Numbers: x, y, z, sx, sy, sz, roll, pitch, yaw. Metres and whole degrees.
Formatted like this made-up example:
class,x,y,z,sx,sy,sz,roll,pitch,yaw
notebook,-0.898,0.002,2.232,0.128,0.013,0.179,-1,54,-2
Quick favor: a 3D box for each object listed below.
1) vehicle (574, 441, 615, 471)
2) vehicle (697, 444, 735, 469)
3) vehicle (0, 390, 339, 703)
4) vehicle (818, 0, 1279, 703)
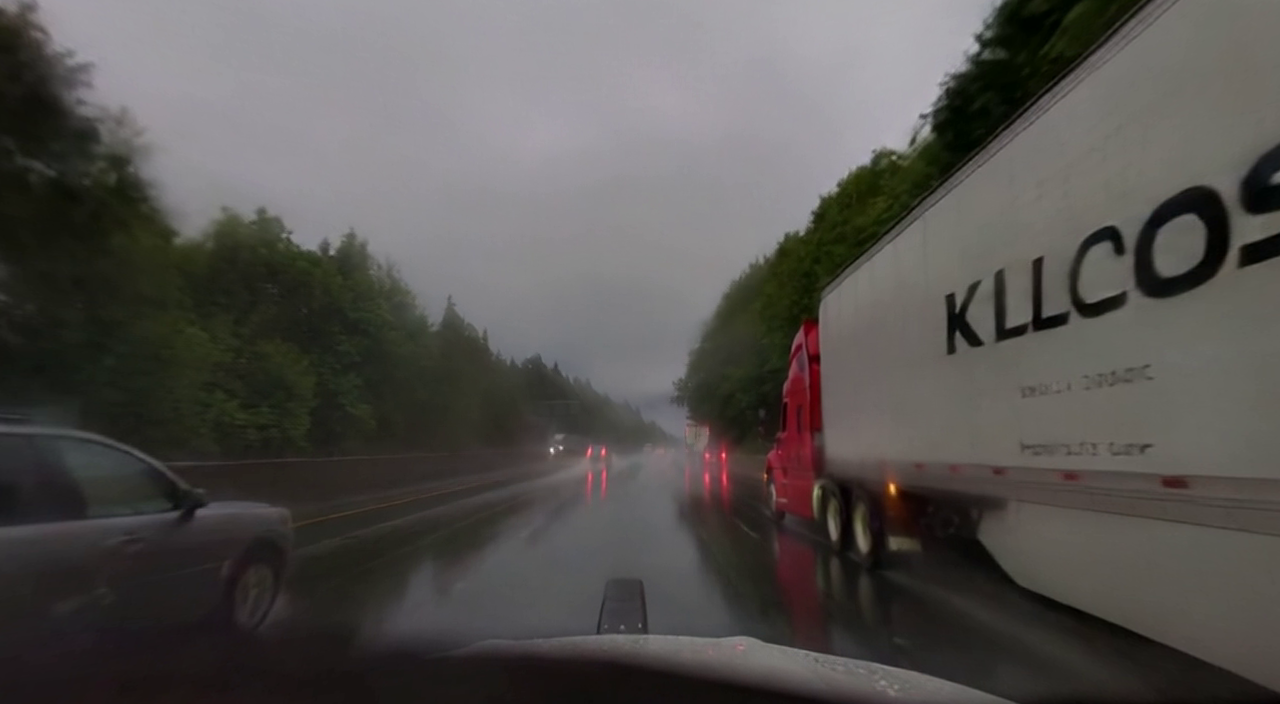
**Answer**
class,x,y,z,sx,sy,sz,roll,pitch,yaw
vehicle,-2.665,6.213,37.694,2.017,1.683,4.309,-1,-9,2
vehicle,5.124,7.127,43.094,2.176,1.598,3.878,0,-9,1
vehicle,-3.356,0.923,2.328,2.085,1.530,4.809,0,-9,0
vehicle,4.309,-0.069,4.500,2.914,3.998,11.103,0,-9,1
